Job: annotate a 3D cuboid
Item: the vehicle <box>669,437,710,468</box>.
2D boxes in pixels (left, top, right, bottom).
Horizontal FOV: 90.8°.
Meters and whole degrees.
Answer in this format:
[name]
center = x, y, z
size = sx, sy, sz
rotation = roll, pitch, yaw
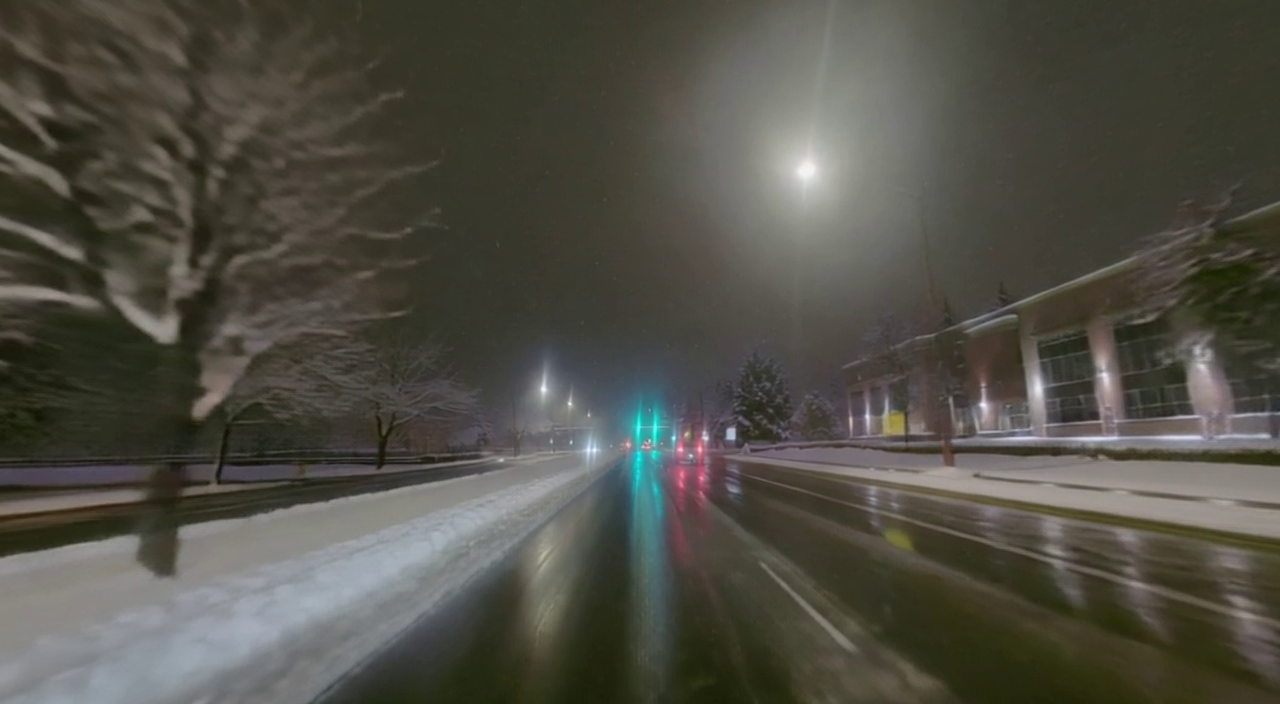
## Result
[vehicle]
center = 3.050, 6.348, 40.053
size = 2.085, 1.828, 5.383
rotation = 0, -8, -1
